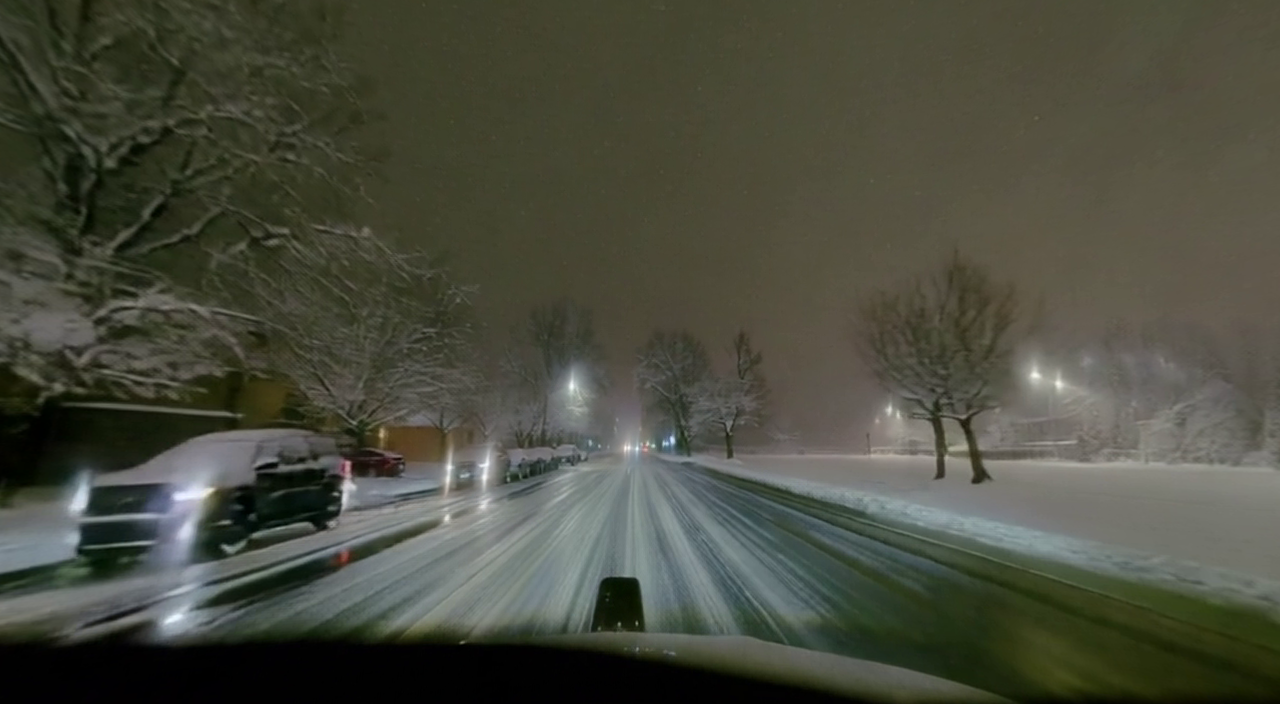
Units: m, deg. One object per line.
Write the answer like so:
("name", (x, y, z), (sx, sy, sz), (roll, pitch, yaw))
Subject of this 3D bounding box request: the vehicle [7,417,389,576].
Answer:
("vehicle", (-6.504, 2.159, 10.502), (2.350, 1.892, 5.542), (1, -8, 0))

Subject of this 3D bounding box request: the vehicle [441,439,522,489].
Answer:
("vehicle", (-6.583, 4.697, 26.830), (2.020, 1.842, 5.116), (1, -8, 1))
